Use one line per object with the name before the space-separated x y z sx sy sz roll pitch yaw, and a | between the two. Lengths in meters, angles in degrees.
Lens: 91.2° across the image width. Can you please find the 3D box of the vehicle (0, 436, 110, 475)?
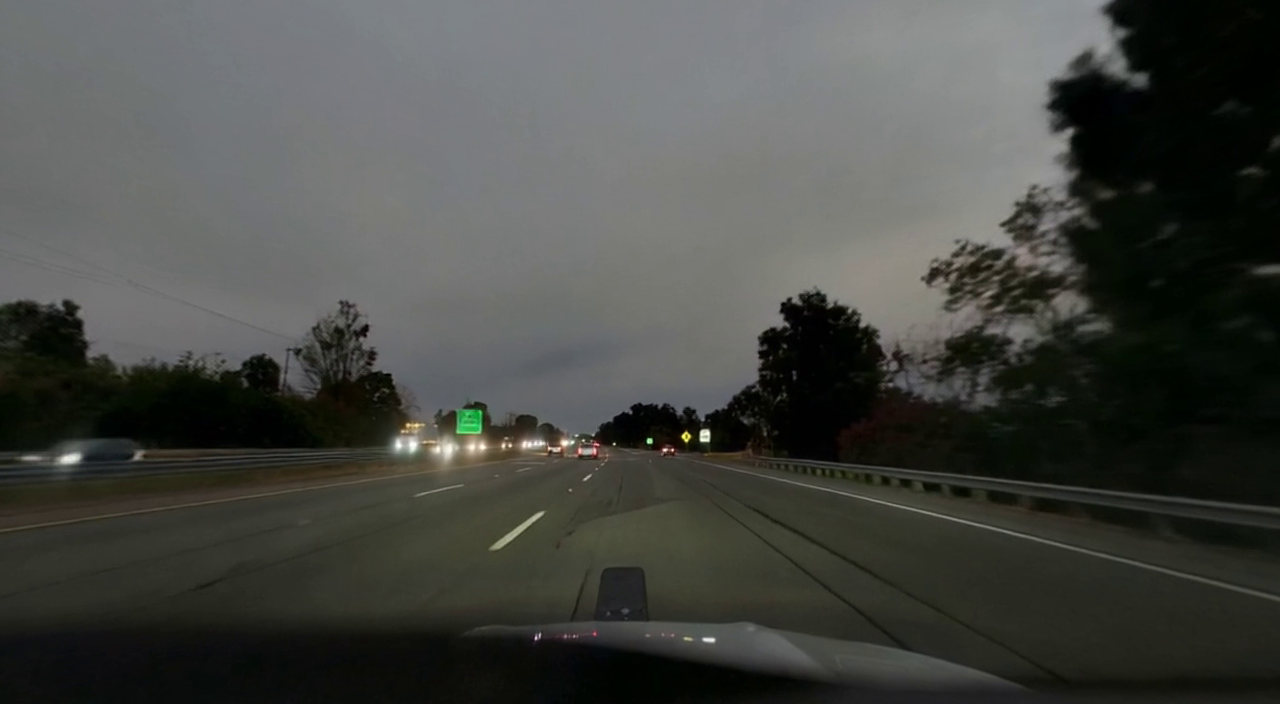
vehicle | -24.760 4.282 26.209 1.765 1.480 3.908 0 -8 0
